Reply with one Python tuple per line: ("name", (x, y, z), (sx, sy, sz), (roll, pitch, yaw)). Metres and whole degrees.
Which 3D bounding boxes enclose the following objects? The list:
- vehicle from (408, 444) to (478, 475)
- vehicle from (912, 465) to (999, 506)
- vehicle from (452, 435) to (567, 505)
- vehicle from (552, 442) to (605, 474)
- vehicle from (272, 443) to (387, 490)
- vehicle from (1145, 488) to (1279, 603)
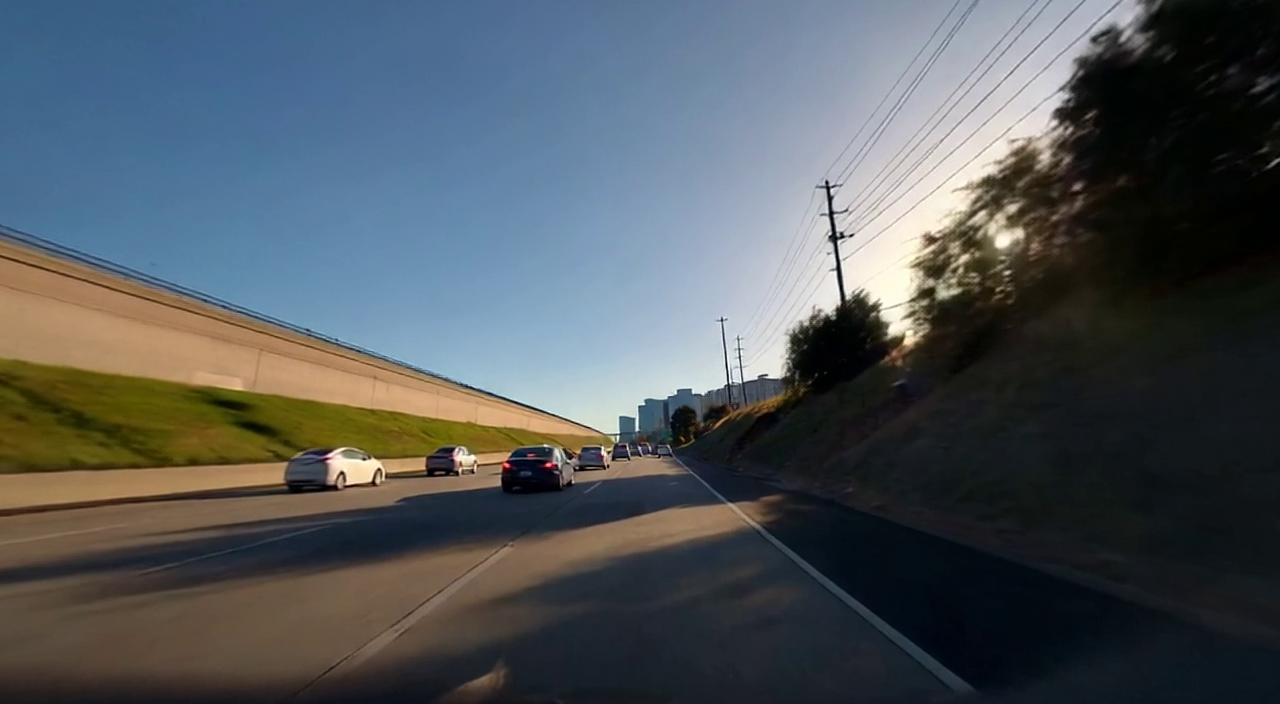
("vehicle", (-10.481, 5.718, 33.935), (1.978, 1.498, 4.940), (0, -8, 3))
("vehicle", (14.255, 6.009, 28.742), (1.853, 1.586, 3.727), (1, -8, -3))
("vehicle", (-3.143, 2.921, 16.134), (1.939, 1.511, 4.246), (0, -8, 2))
("vehicle", (-2.939, 5.169, 31.157), (2.056, 1.449, 4.330), (0, -8, 2))
("vehicle", (-10.773, 3.976, 22.247), (1.981, 1.484, 3.827), (0, -8, 2))
("vehicle", (10.887, 3.105, 9.857), (1.962, 1.584, 4.807), (0, -8, 0))
